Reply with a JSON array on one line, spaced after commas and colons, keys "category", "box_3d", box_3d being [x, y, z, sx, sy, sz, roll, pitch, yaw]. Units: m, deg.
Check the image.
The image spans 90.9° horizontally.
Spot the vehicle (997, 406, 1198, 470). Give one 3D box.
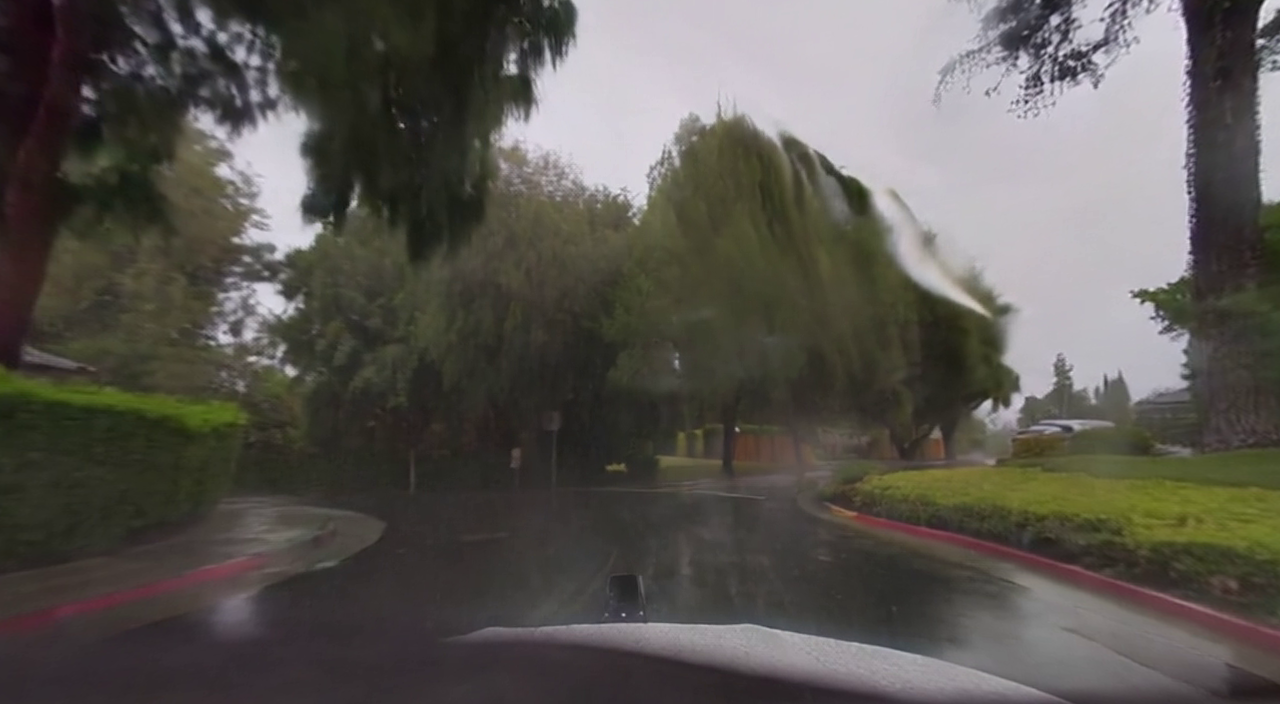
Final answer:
[{"category": "vehicle", "box_3d": [14.258, 2.747, 20.093, 2.023, 1.756, 4.799, 2, -8, -17]}]

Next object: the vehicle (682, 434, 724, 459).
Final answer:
[{"category": "vehicle", "box_3d": [4.265, 6.450, 43.108, 1.802, 1.548, 3.501, 3, -8, -13]}]
